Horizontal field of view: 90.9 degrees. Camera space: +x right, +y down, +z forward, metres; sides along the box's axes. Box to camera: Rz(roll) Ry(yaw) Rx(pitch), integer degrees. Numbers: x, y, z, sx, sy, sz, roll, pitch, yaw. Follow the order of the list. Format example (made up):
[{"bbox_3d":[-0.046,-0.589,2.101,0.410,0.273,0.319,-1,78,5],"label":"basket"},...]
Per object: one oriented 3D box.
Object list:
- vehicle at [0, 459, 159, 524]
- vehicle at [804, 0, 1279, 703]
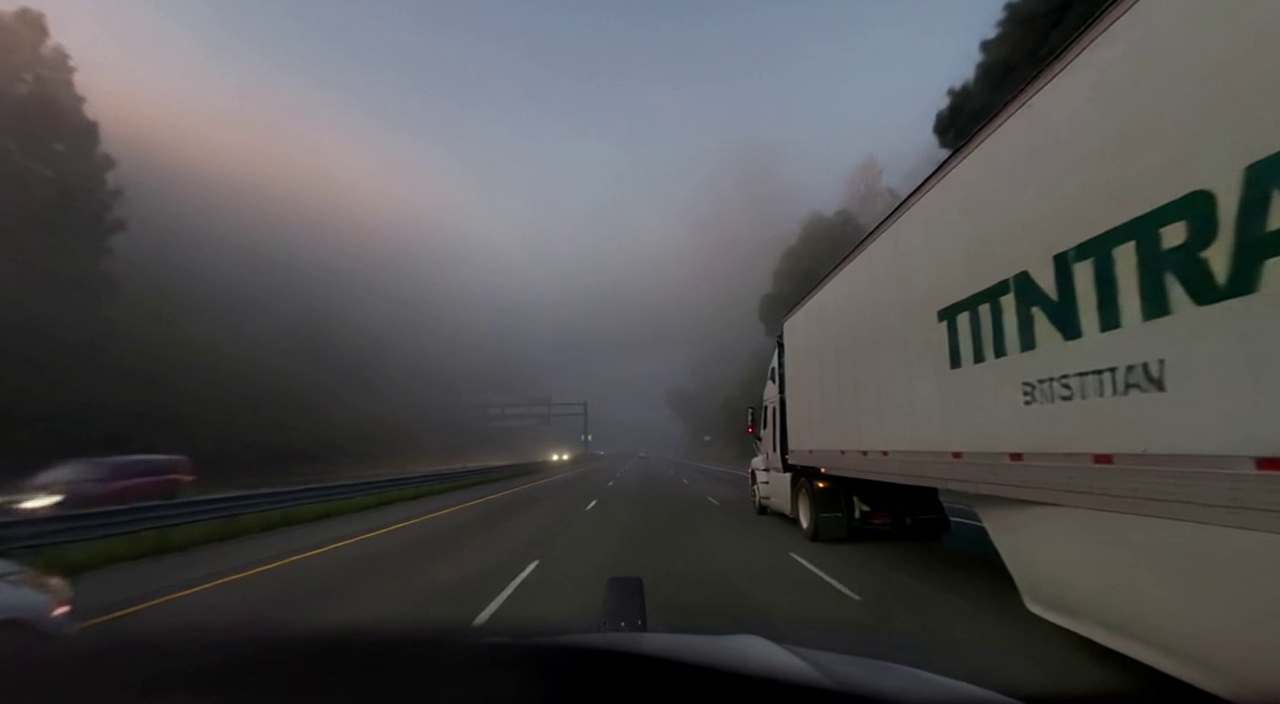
[{"bbox_3d":[-15.148,3.594,16.688,1.889,1.458,3.634,0,-9,0],"label":"vehicle"},{"bbox_3d":[4.020,-0.307,2.367,2.947,4.020,14.220,0,-9,0],"label":"vehicle"}]
